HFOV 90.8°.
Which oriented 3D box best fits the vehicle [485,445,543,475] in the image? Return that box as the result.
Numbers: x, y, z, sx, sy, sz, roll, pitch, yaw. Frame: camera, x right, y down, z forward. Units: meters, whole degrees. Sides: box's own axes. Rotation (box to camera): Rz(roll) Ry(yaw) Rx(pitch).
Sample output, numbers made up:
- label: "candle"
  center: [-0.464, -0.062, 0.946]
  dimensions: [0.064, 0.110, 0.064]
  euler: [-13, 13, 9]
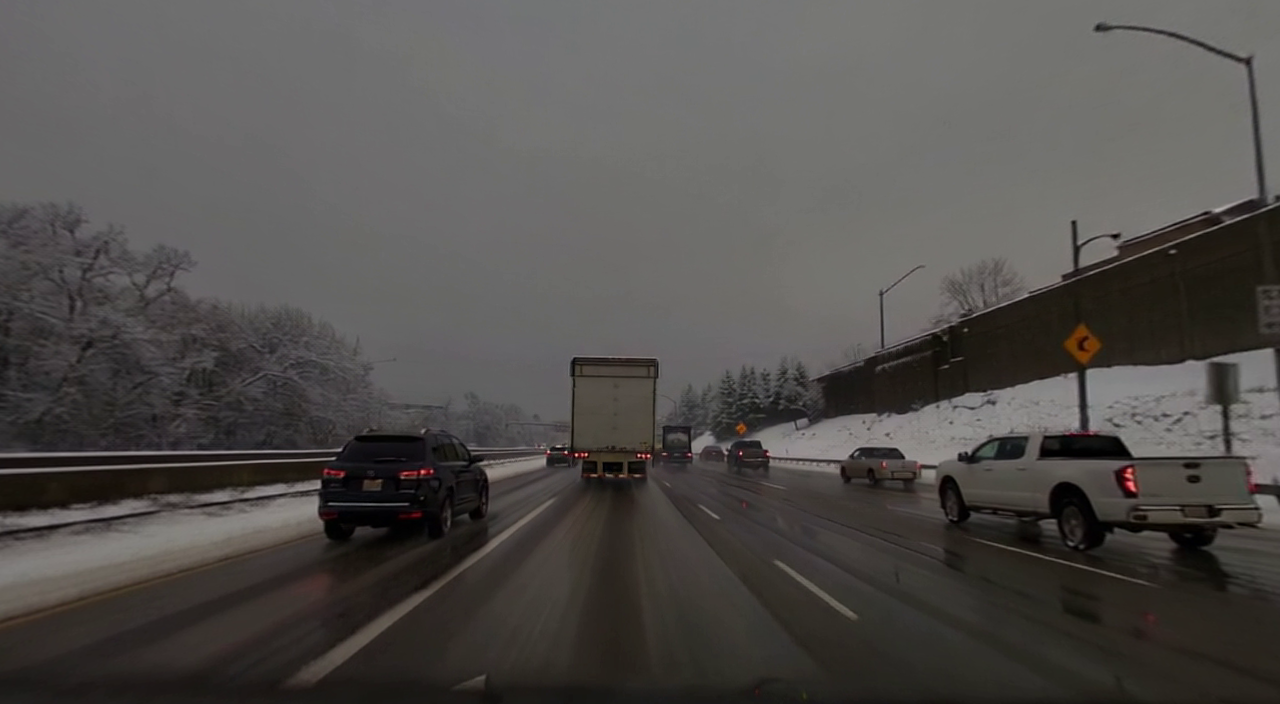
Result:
- label: "vehicle"
  center: [-6.700, 5.786, 34.154]
  dimensions: [1.973, 1.471, 4.779]
  euler: [-1, -9, 3]

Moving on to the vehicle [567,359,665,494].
- label: "vehicle"
  center: [-0.756, 3.018, 24.304]
  dimensions: [2.906, 4.040, 10.743]
  euler: [0, -9, 0]

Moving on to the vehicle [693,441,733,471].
- label: "vehicle"
  center: [5.583, 8.030, 49.015]
  dimensions: [2.297, 2.116, 5.052]
  euler: [0, -9, -3]

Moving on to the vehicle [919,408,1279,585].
- label: "vehicle"
  center: [6.234, 1.813, 8.860]
  dimensions: [2.188, 1.731, 5.031]
  euler: [0, -9, -2]

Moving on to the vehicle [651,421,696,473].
- label: "vehicle"
  center: [2.347, 7.135, 47.610]
  dimensions: [2.669, 3.491, 8.645]
  euler: [0, -9, -1]

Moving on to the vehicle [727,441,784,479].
- label: "vehicle"
  center: [6.147, 5.796, 34.209]
  dimensions: [2.070, 1.888, 4.546]
  euler: [0, -9, -3]

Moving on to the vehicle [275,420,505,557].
- label: "vehicle"
  center: [-3.488, 1.980, 9.822]
  dimensions: [1.946, 1.641, 4.105]
  euler: [0, -9, -1]
